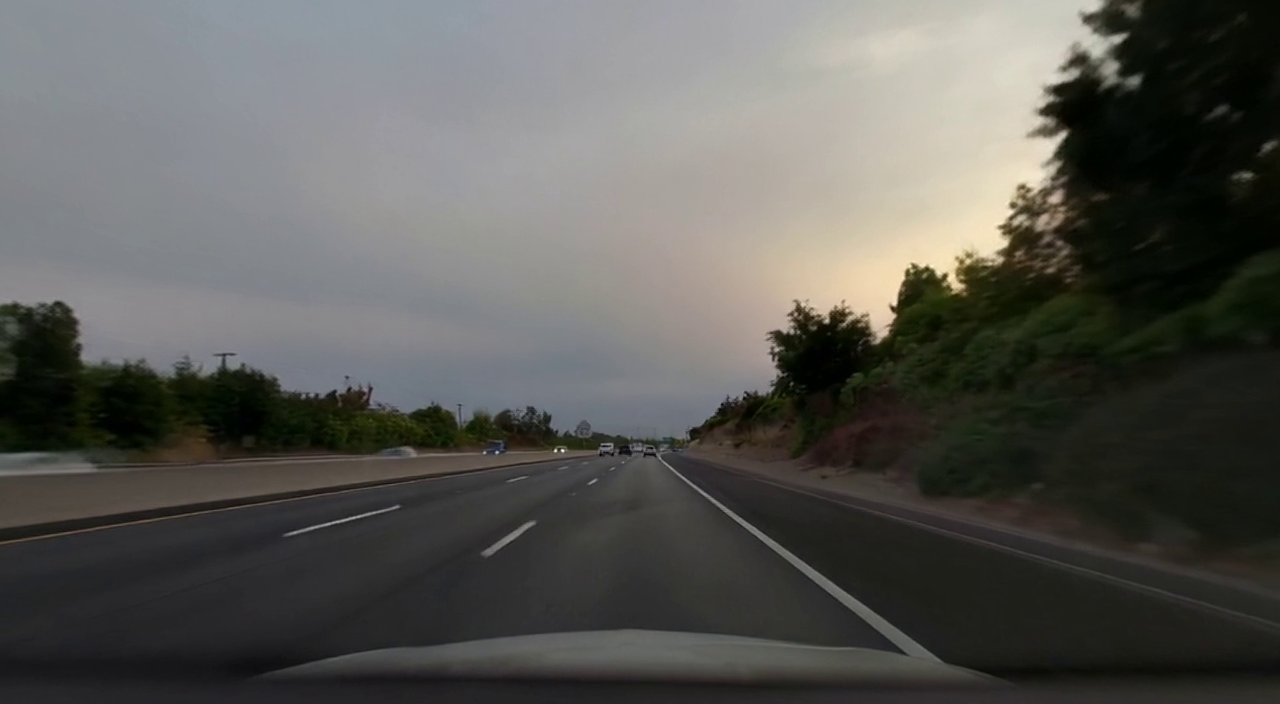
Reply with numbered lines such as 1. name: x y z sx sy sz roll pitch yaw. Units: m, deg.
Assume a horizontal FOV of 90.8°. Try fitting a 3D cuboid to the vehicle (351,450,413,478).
1. vehicle: -14.723 6.391 36.265 1.830 1.455 3.957 0 -9 0
